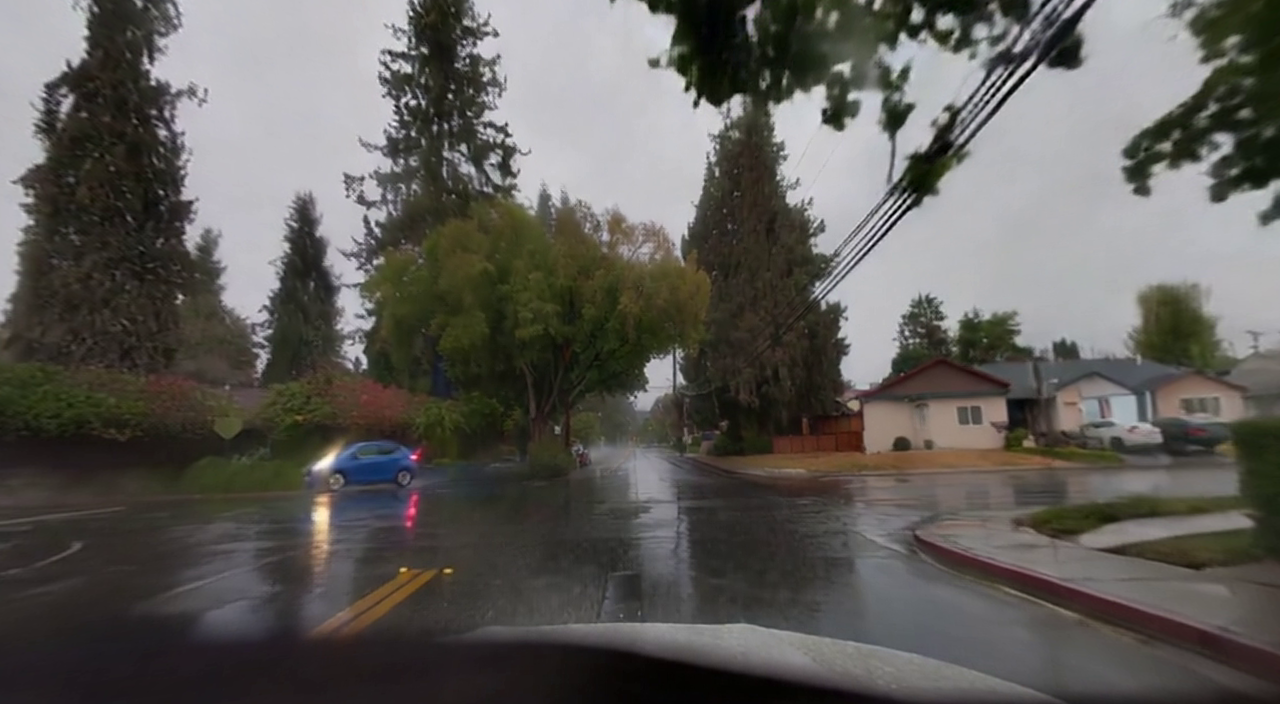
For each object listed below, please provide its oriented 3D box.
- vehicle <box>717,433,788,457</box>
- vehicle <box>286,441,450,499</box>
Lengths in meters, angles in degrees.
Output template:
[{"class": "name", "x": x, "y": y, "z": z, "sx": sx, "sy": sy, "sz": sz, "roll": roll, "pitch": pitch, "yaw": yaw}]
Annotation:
[{"class": "vehicle", "x": 8.215, "y": 6.837, "z": 46.437, "sx": 4.784, "sy": 1.647, "sz": 1.947, "roll": 0, "pitch": -8, "yaw": -4}, {"class": "vehicle", "x": -8.655, "y": 3.727, "z": 20.481, "sx": 1.988, "sy": 1.596, "sz": 4.396, "roll": -7, "pitch": -10, "yaw": 37}]
